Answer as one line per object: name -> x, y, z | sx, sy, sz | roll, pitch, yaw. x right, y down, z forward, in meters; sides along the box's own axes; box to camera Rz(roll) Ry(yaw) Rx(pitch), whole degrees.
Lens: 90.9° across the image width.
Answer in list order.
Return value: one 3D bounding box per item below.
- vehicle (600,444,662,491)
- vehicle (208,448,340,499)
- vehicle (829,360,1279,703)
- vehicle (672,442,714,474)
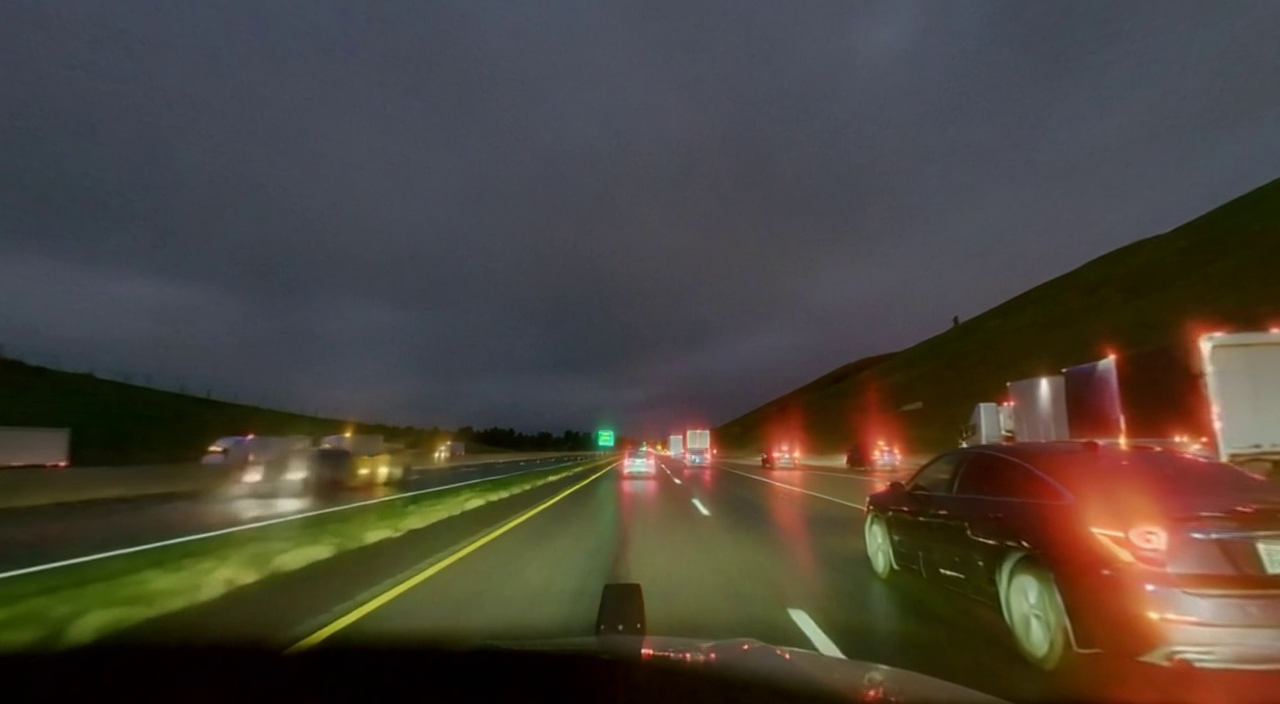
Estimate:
vehicle -> -0.292, 3.992, 22.053 | 1.970, 1.441, 3.846 | 0, -9, 0
vehicle -> -11.852, 3.929, 20.791 | 1.808, 1.491, 4.167 | 0, -9, 0
vehicle -> 2.913, 1.106, 3.885 | 1.997, 1.534, 4.664 | 0, -9, -1
vehicle -> 3.029, 6.154, 36.824 | 2.048, 1.704, 4.284 | 0, -9, 0
